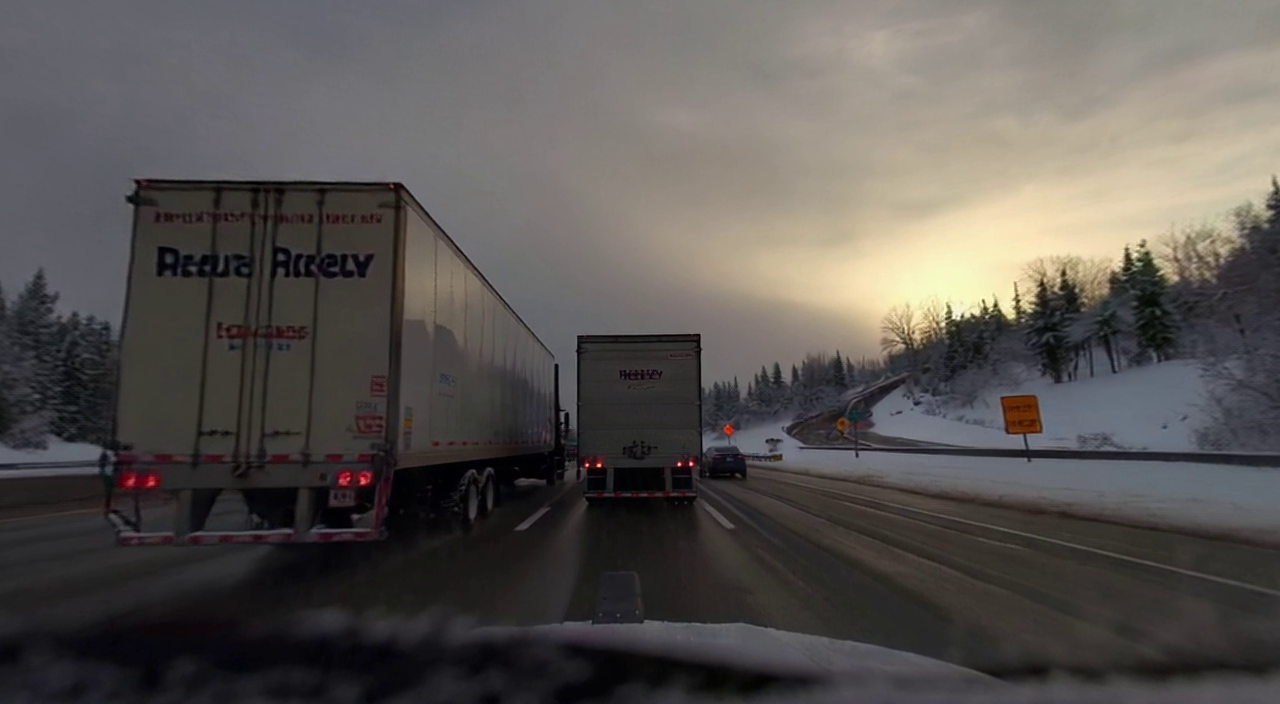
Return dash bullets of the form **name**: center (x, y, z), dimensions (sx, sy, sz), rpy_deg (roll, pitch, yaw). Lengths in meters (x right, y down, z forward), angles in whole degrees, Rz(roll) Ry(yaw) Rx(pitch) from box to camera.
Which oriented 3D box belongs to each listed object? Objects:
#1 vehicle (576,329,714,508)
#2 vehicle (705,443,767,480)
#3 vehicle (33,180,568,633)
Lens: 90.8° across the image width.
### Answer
- **vehicle**: center (0.055, 2.112, 18.434), dimensions (2.910, 3.828, 9.805), rpy_deg (0, -9, -1)
- **vehicle**: center (4.123, 4.760, 27.793), dimensions (2.010, 1.446, 4.579), rpy_deg (0, -9, 0)
- **vehicle**: center (-3.855, 1.572, 13.643), dimensions (2.873, 4.107, 15.970), rpy_deg (0, -9, -1)
